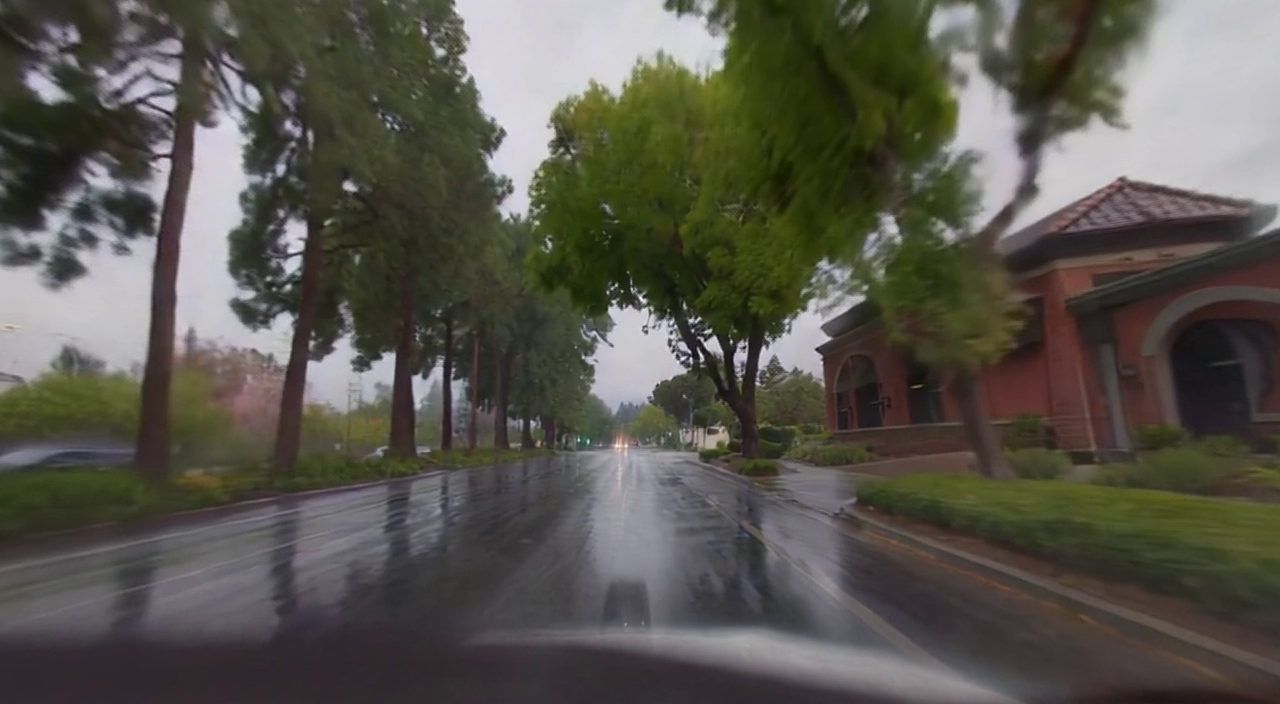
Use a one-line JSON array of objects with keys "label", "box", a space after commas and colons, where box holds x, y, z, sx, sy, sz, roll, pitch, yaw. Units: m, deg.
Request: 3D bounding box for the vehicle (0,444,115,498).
[{"label": "vehicle", "box": [-19.435, 3.637, 19.451, 4.606, 1.544, 1.965, 0, -8, -1]}]
